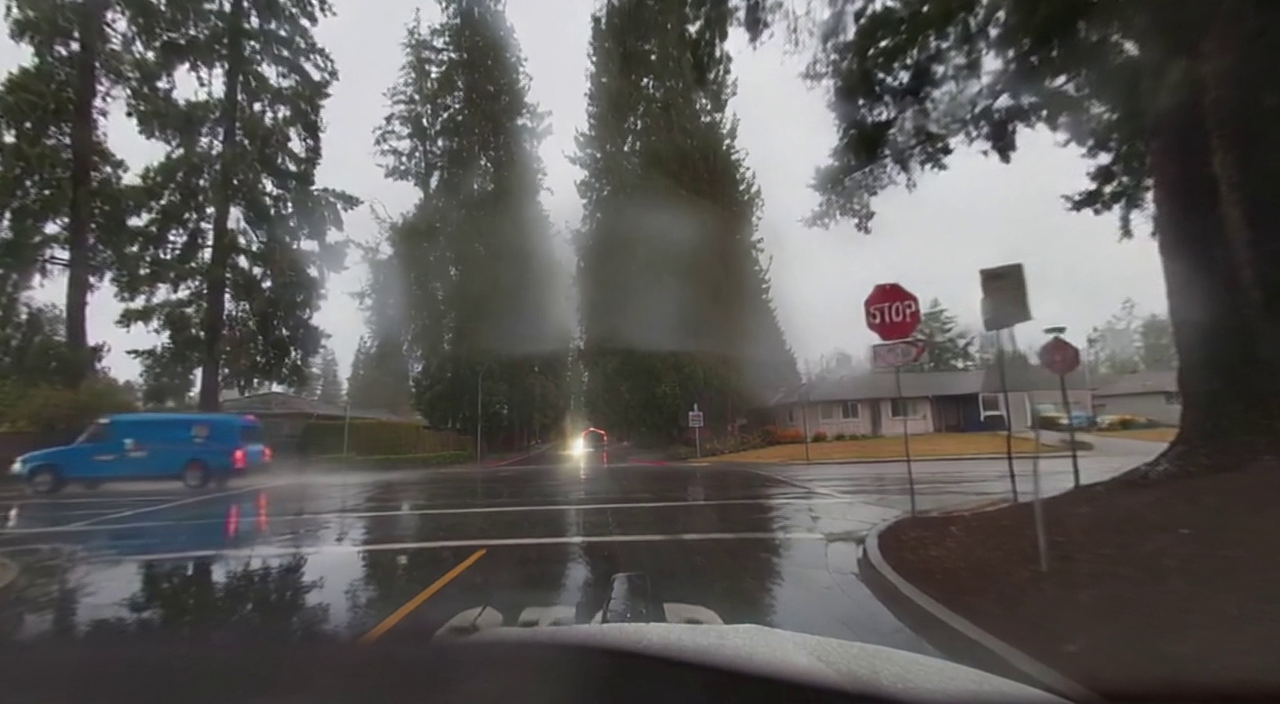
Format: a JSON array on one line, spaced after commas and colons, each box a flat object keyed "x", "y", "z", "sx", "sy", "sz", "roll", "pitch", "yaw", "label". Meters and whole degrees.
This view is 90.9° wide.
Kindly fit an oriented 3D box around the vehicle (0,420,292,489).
[{"x": -15.084, "y": 3.171, "z": 19.671, "sx": 6.877, "sy": 1.941, "sz": 2.405, "roll": 1, "pitch": -8, "yaw": -6, "label": "vehicle"}]
